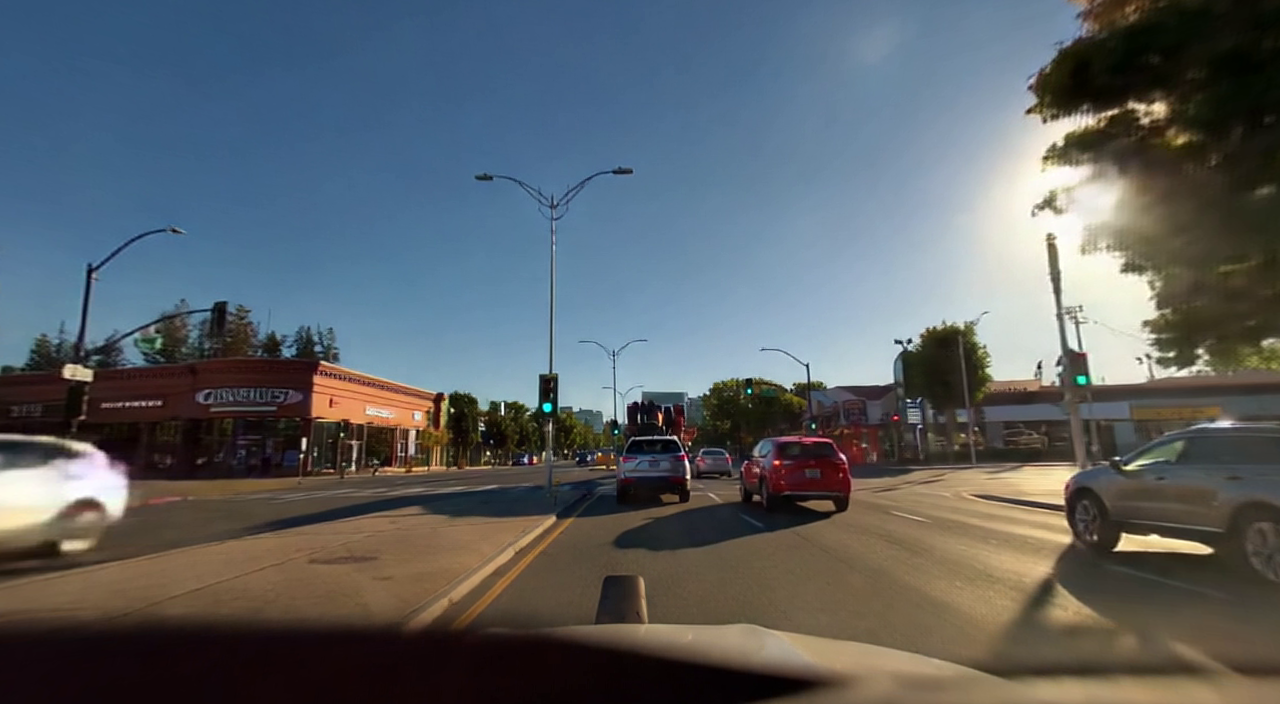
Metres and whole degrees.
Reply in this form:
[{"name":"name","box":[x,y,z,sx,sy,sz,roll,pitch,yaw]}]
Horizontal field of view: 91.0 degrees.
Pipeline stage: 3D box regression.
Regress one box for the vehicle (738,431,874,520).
[{"name":"vehicle","box":[3.667,2.798,14.835,2.025,1.754,4.311,0,-8,0]}]

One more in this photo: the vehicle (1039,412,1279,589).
[{"name":"vehicle","box":[7.174,1.637,7.429,1.982,1.698,4.408,0,-8,0]}]

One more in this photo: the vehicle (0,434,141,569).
[{"name":"vehicle","box":[-8.476,1.759,7.392,1.889,1.576,4.044,0,-8,0]}]

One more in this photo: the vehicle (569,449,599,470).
[{"name":"vehicle","box":[-4.398,8.461,49.847,2.001,1.518,4.316,0,-8,-1]}]

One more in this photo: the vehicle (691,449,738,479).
[{"name":"vehicle","box":[3.996,6.084,34.492,1.967,1.515,4.378,0,-8,-1]}]

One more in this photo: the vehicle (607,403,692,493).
[{"name":"vehicle","box":[0.287,3.017,20.025,2.370,2.518,3.858,-1,-8,1]}]
